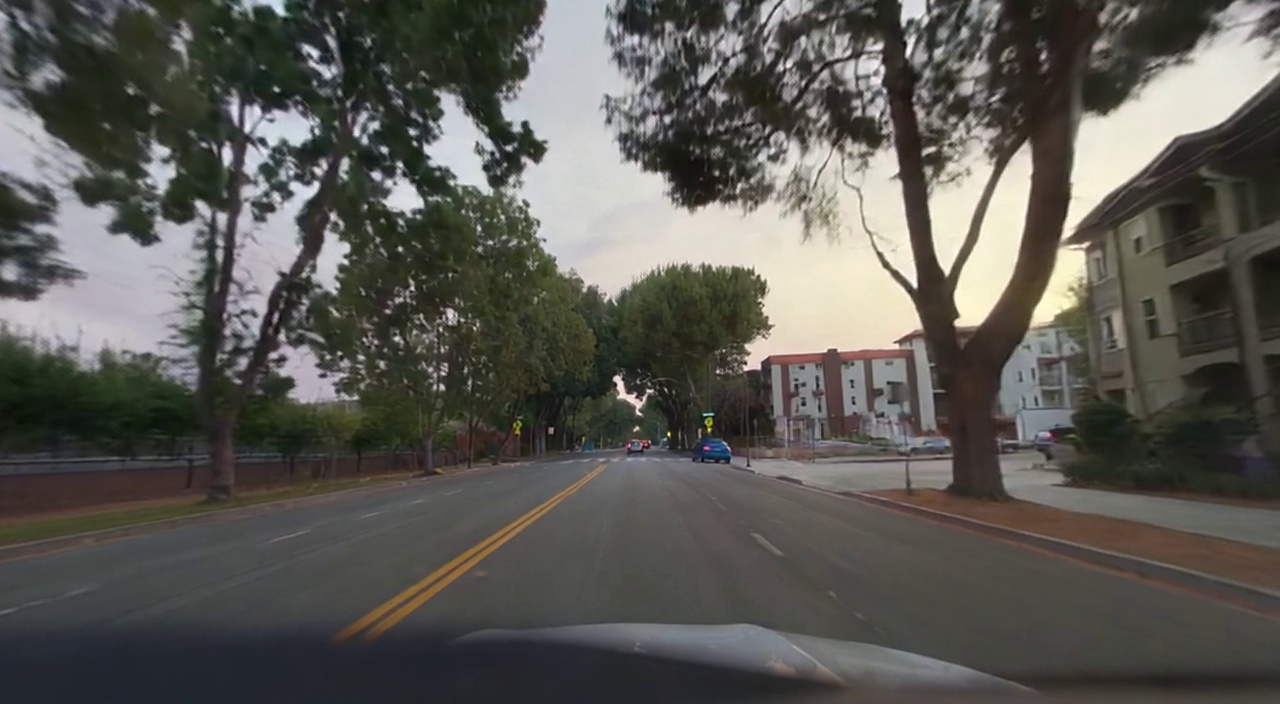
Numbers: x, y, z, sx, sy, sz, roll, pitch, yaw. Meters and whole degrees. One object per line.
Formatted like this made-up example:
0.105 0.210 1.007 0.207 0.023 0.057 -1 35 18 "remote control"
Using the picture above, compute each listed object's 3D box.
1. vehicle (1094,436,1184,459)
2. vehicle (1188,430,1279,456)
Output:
33.310 6.389 42.063 4.305 1.464 1.875 -1 -9 1 "vehicle"
39.475 6.067 41.857 4.244 1.673 1.871 -1 -9 -1 "vehicle"
